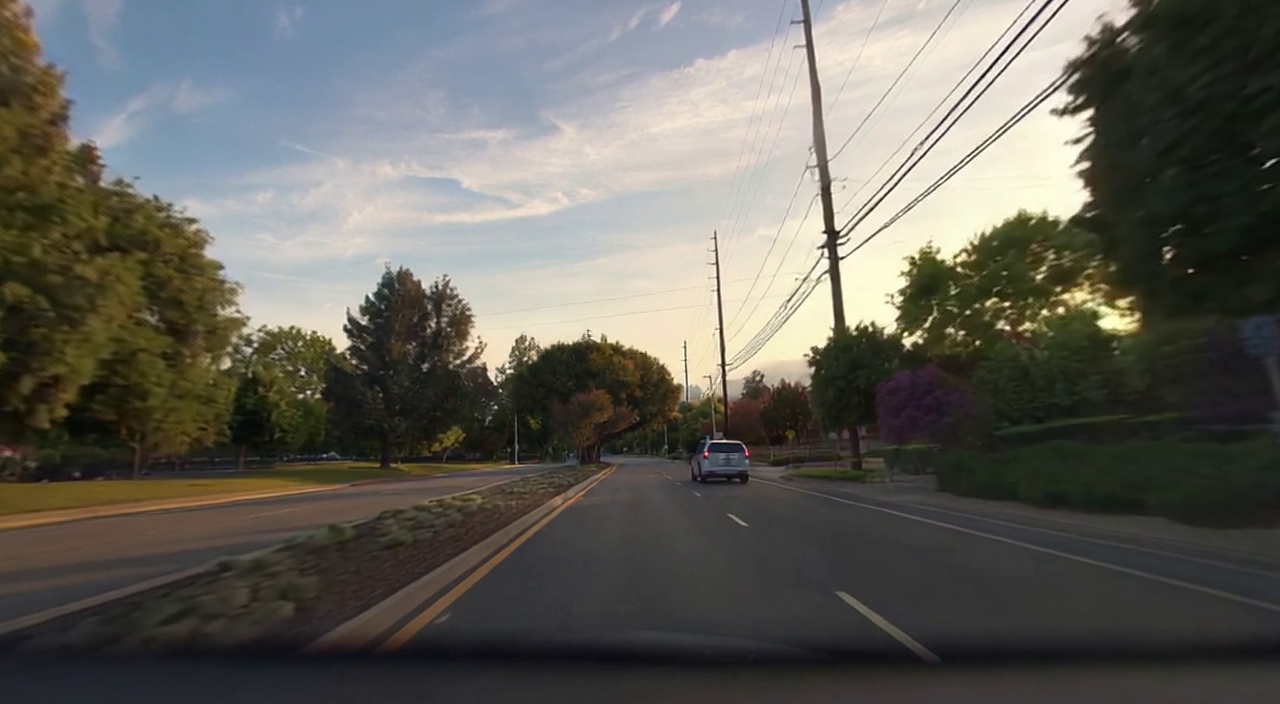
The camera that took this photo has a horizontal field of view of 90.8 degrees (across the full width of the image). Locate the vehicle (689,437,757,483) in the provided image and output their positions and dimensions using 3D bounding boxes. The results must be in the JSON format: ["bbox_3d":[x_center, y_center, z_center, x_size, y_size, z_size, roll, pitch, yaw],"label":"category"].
[{"bbox_3d":[3.479,4.663,27.596,2.193,1.777,4.772,0,-8,-2],"label":"vehicle"}]
